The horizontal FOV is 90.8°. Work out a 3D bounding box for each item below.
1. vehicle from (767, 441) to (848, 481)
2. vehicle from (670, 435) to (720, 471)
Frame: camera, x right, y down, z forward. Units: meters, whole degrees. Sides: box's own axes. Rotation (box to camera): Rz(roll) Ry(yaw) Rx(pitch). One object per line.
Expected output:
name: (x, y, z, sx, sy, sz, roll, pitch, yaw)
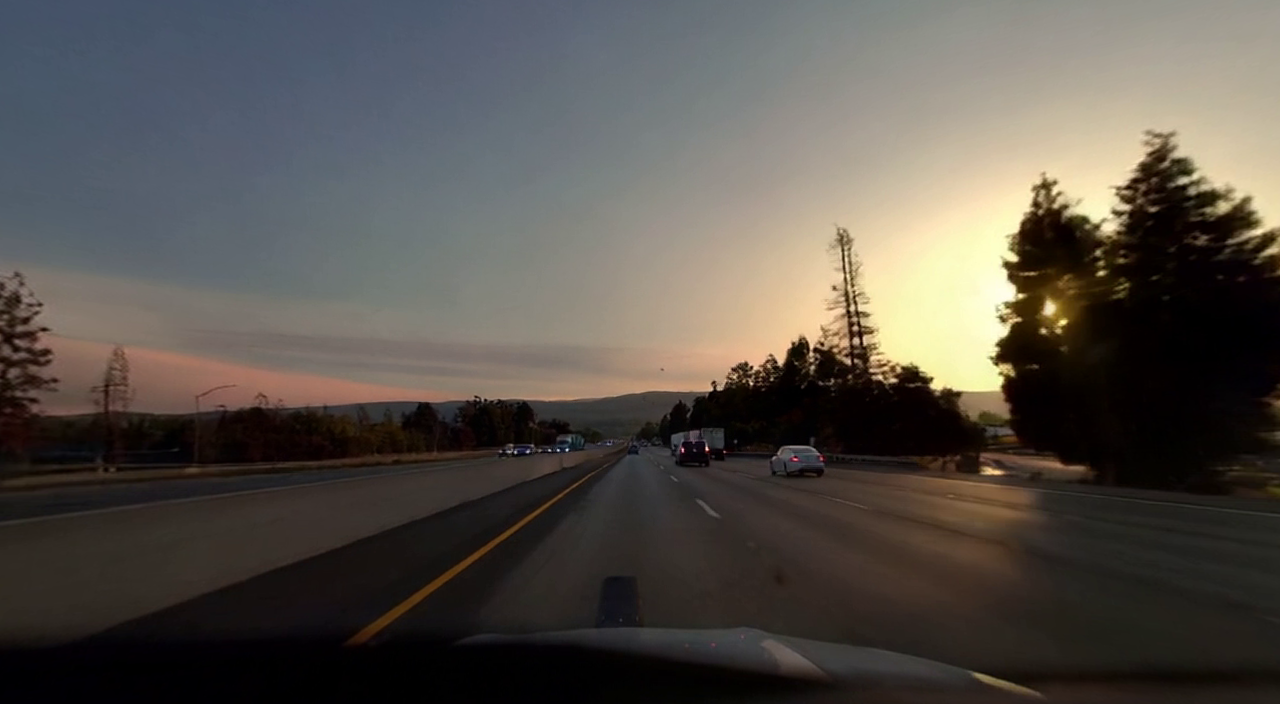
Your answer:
vehicle: (6.493, 4.268, 25.025, 2.009, 1.456, 4.097, 0, -9, -1)
vehicle: (2.919, 5.523, 34.701, 2.258, 1.824, 4.908, 0, -9, -1)
